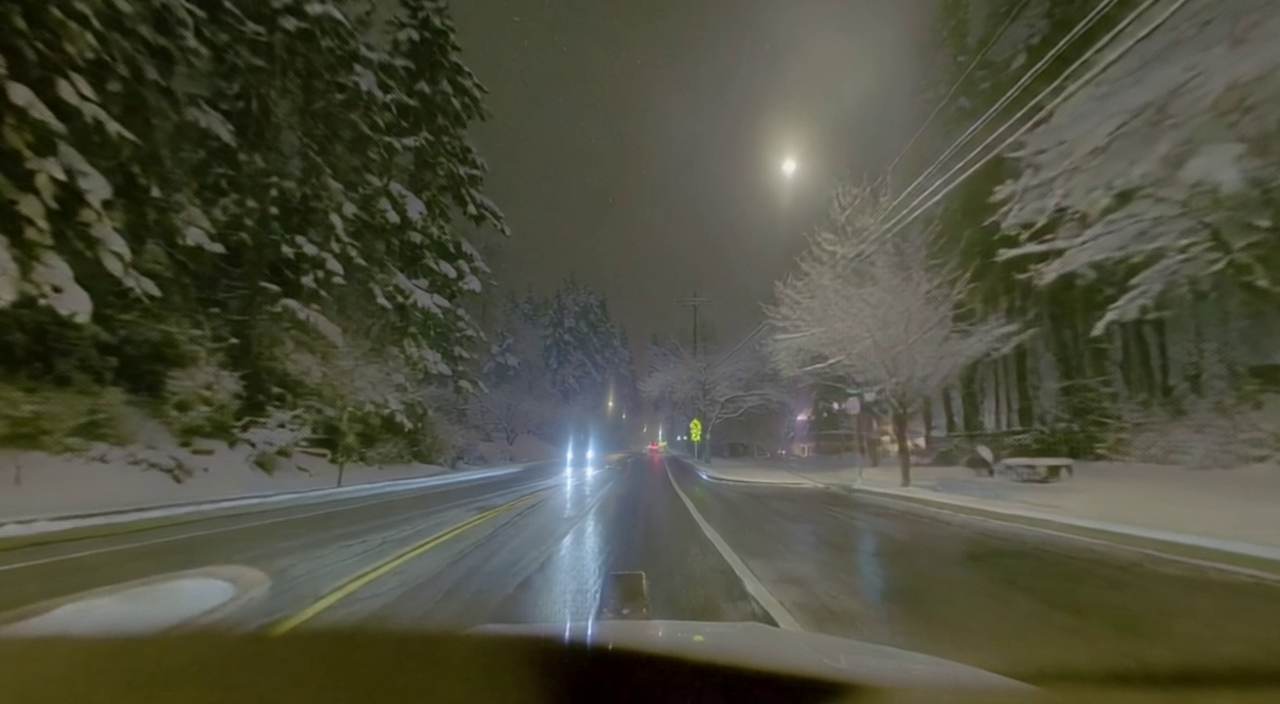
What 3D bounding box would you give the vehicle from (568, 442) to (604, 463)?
[{"bbox_3d":[-3.658,6.908,43.393,1.923,1.366,3.965,-1,-8,3],"label":"vehicle"}]
